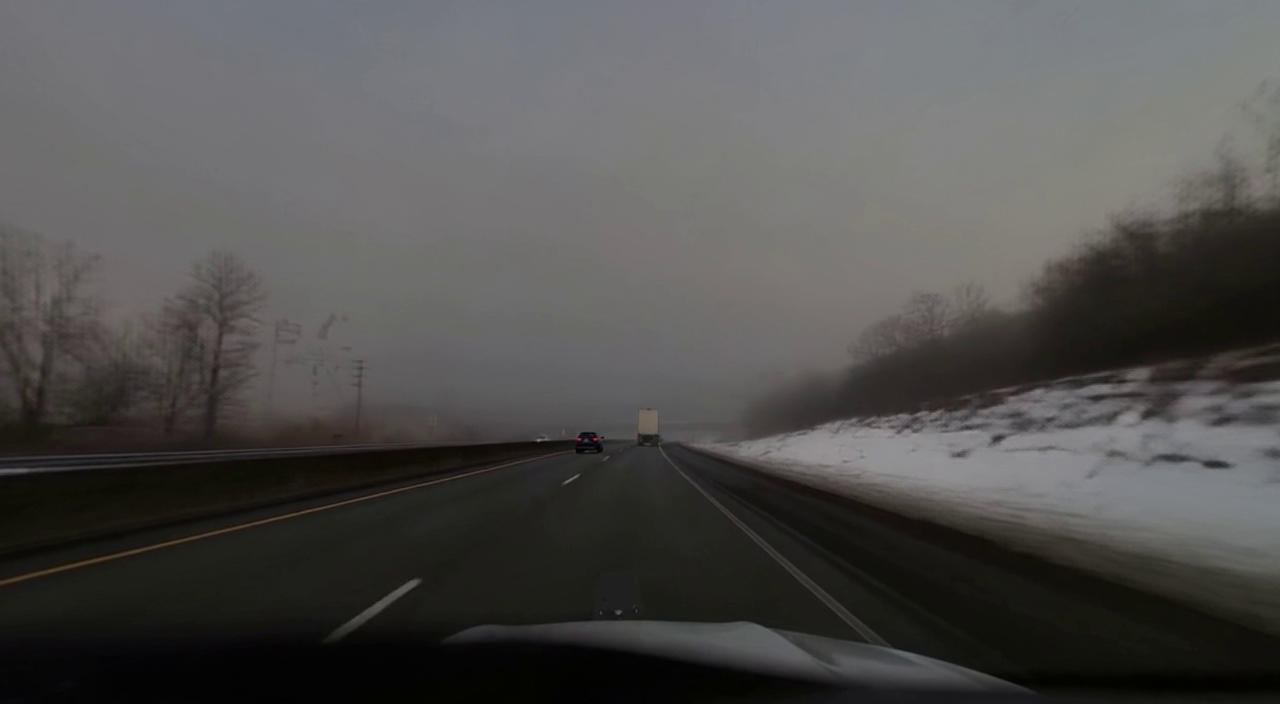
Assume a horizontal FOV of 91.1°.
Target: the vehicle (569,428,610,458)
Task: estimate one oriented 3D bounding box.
[{"bbox_3d":[-2.925,5.361,37.241,2.018,1.678,4.312,0,-8,1],"label":"vehicle"}]
